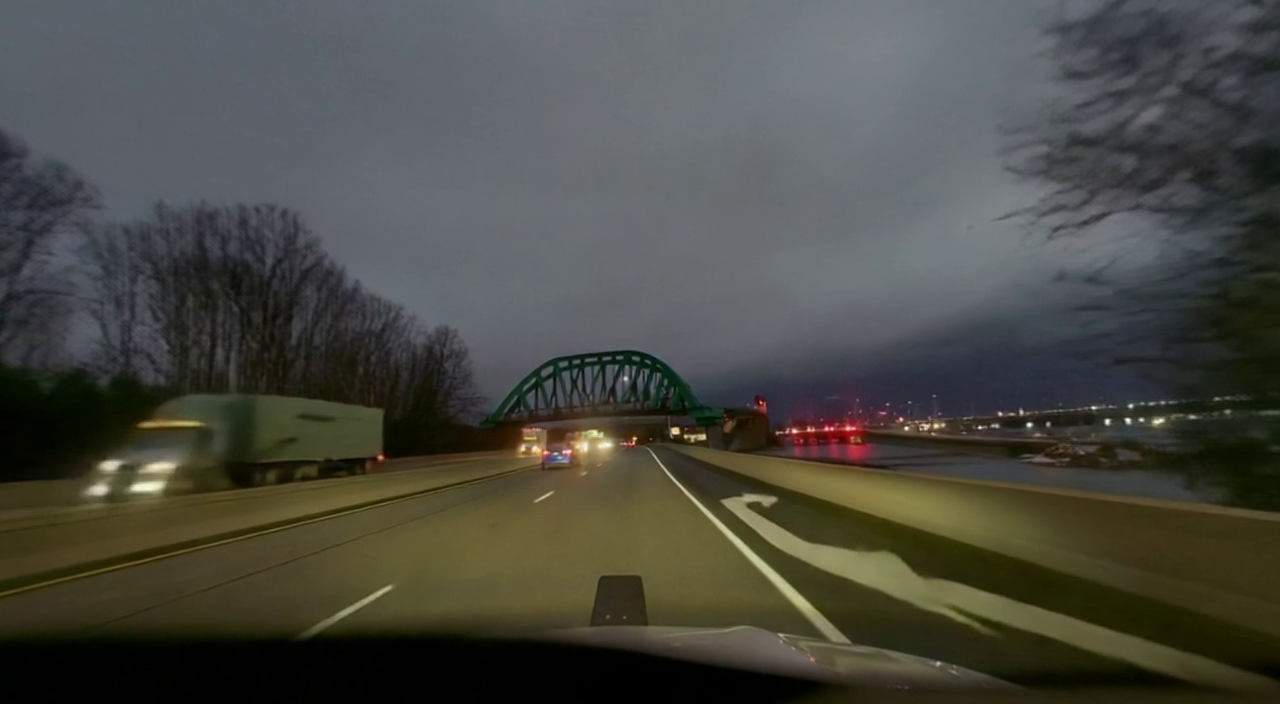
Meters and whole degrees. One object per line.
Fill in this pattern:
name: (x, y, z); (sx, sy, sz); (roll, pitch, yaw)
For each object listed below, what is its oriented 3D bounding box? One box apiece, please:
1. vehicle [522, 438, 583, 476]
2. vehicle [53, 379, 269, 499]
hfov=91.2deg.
vehicle: (-3.814, 4.671, 28.157); (2.052, 1.556, 4.405); (0, -8, 1)
vehicle: (-18.152, 3.391, 24.524); (3.207, 4.027, 6.228); (0, -8, 1)
